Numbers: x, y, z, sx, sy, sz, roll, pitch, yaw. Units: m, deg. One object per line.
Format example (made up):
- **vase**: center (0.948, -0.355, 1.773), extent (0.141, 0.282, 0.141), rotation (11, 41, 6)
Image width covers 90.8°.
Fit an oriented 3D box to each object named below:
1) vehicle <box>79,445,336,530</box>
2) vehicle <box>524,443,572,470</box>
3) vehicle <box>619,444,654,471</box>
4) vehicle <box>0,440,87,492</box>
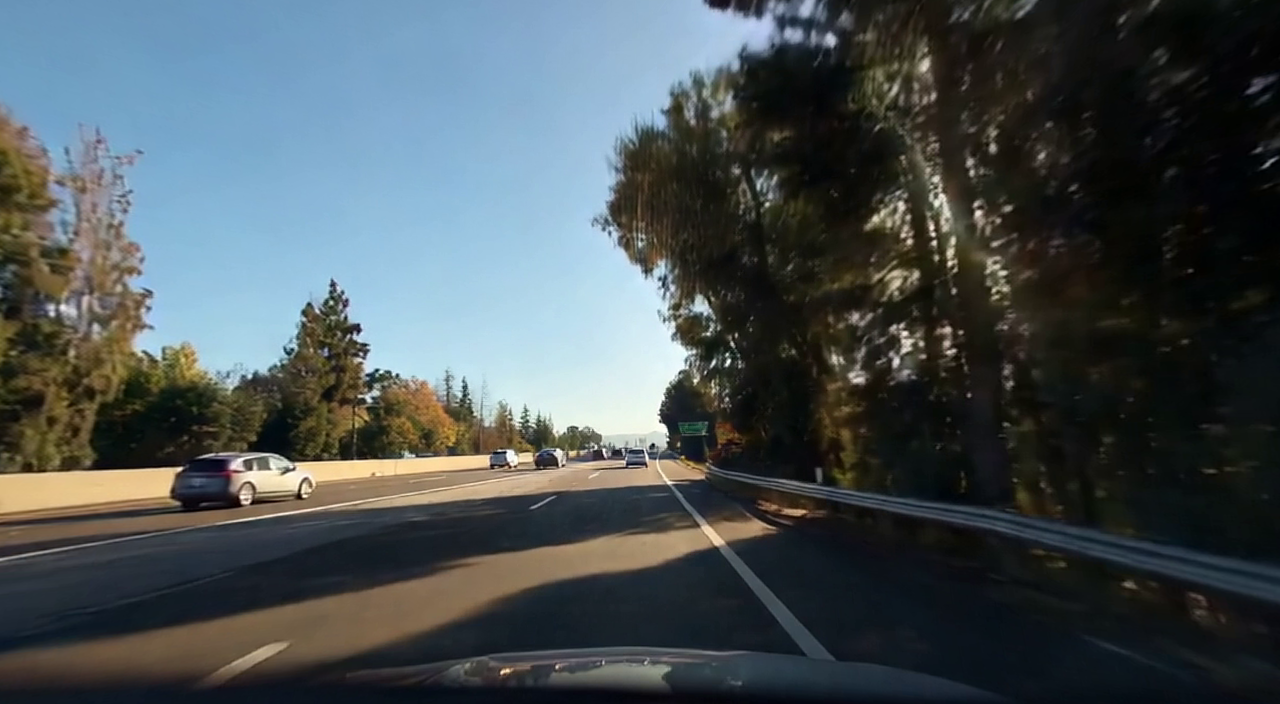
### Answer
- **vehicle**: center (-9.382, 2.919, 14.413), extent (2.102, 1.562, 4.884), rotation (-1, -8, 5)
- **vehicle**: center (-7.086, 8.108, 49.344), extent (2.397, 1.911, 5.596), rotation (-1, -8, 5)
- **vehicle**: center (-0.180, 7.031, 42.391), extent (2.179, 1.742, 4.396), rotation (-1, -8, 1)
- **vehicle**: center (-33.308, 6.000, 33.442), extent (2.542, 2.590, 5.629), rotation (-1, -8, 5)
